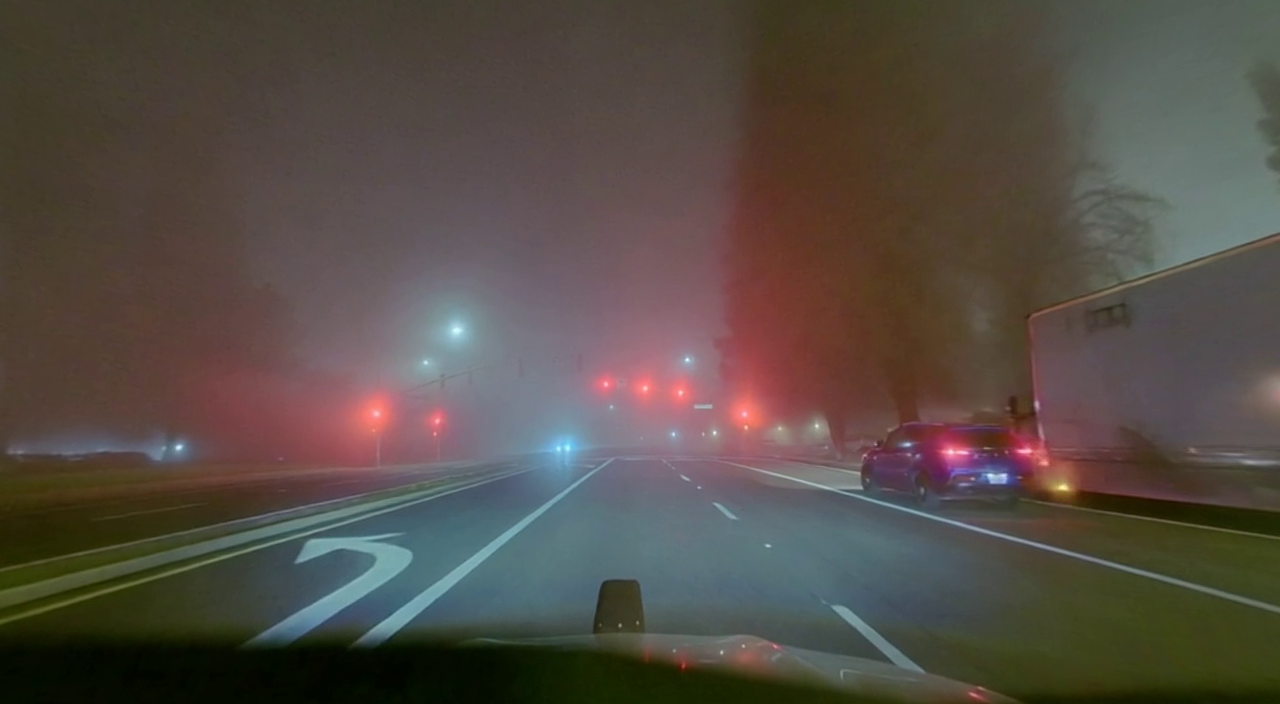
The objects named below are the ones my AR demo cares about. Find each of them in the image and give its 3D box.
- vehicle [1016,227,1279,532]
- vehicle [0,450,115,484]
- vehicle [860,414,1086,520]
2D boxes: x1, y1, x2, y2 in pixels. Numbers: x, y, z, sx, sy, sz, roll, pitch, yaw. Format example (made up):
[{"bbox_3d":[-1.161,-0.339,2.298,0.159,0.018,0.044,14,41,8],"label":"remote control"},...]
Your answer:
[{"bbox_3d":[10.376,0.033,6.261,2.975,4.201,17.050,0,-8,0],"label":"vehicle"},{"bbox_3d":[-27.715,5.326,29.475,4.505,1.457,2.003,3,-9,-25],"label":"vehicle"},{"bbox_3d":[6.385,2.266,12.930,2.012,1.754,4.635,0,-8,-1],"label":"vehicle"}]
